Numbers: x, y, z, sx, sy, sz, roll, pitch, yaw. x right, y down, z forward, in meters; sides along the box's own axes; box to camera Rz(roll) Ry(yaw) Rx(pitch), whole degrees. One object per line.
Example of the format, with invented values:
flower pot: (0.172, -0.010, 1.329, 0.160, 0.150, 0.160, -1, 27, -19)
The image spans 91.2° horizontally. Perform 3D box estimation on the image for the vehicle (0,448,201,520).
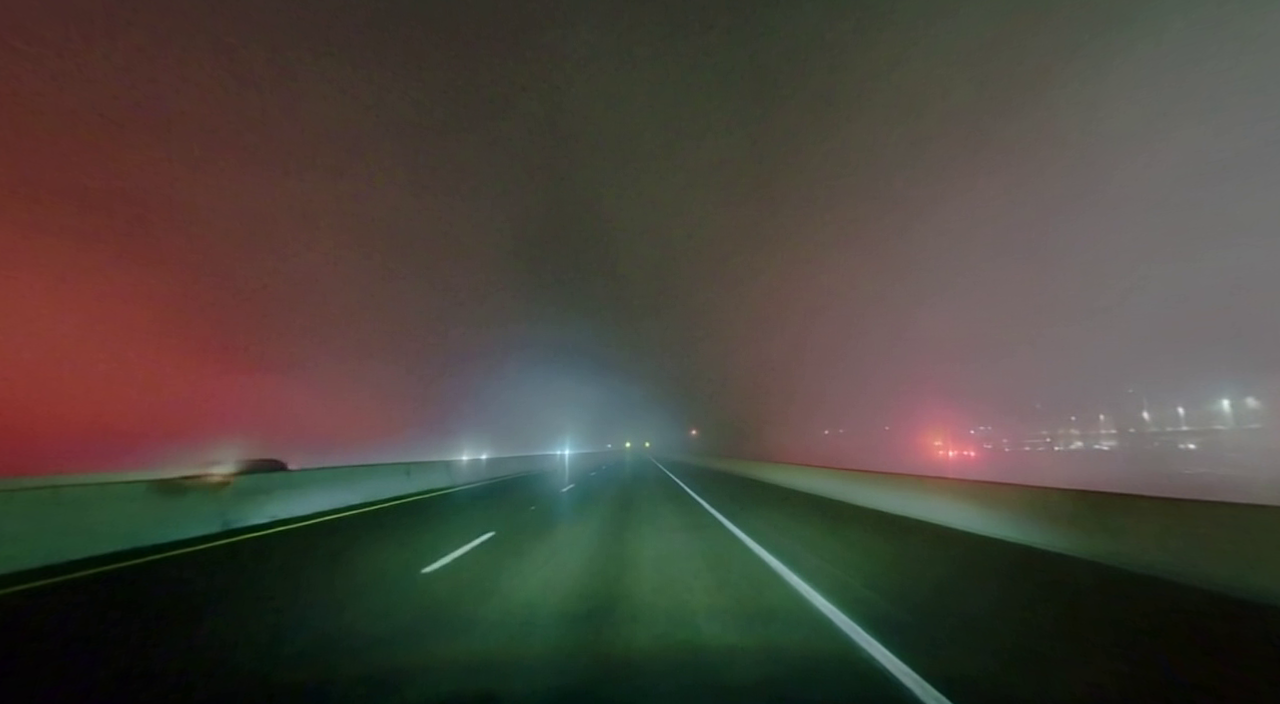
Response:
vehicle: (-13.291, 3.192, 15.625, 1.833, 1.537, 3.864, 0, -9, 0)
